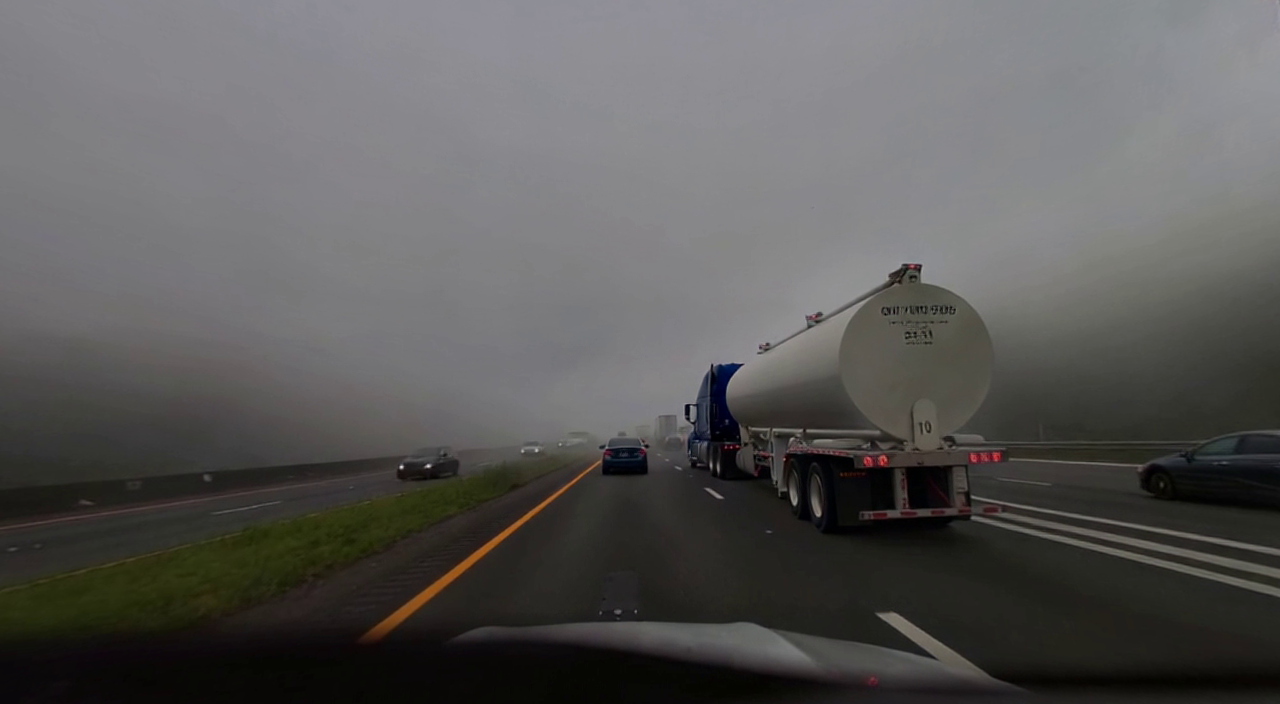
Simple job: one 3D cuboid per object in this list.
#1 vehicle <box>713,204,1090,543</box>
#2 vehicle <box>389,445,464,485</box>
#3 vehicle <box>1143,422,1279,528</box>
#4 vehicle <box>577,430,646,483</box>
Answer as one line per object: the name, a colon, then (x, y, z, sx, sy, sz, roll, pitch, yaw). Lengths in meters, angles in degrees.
vehicle: (3.467, 0.807, 11.833, 2.826, 3.905, 9.262, 0, -8, -2)
vehicle: (-8.926, 4.729, 26.754, 1.853, 1.459, 4.228, 0, -8, -2)
vehicle: (9.807, 1.758, 9.113, 1.739, 1.471, 3.889, 0, -8, -2)
vehicle: (-0.852, 3.254, 20.021, 2.000, 1.510, 3.518, 0, -8, -1)
